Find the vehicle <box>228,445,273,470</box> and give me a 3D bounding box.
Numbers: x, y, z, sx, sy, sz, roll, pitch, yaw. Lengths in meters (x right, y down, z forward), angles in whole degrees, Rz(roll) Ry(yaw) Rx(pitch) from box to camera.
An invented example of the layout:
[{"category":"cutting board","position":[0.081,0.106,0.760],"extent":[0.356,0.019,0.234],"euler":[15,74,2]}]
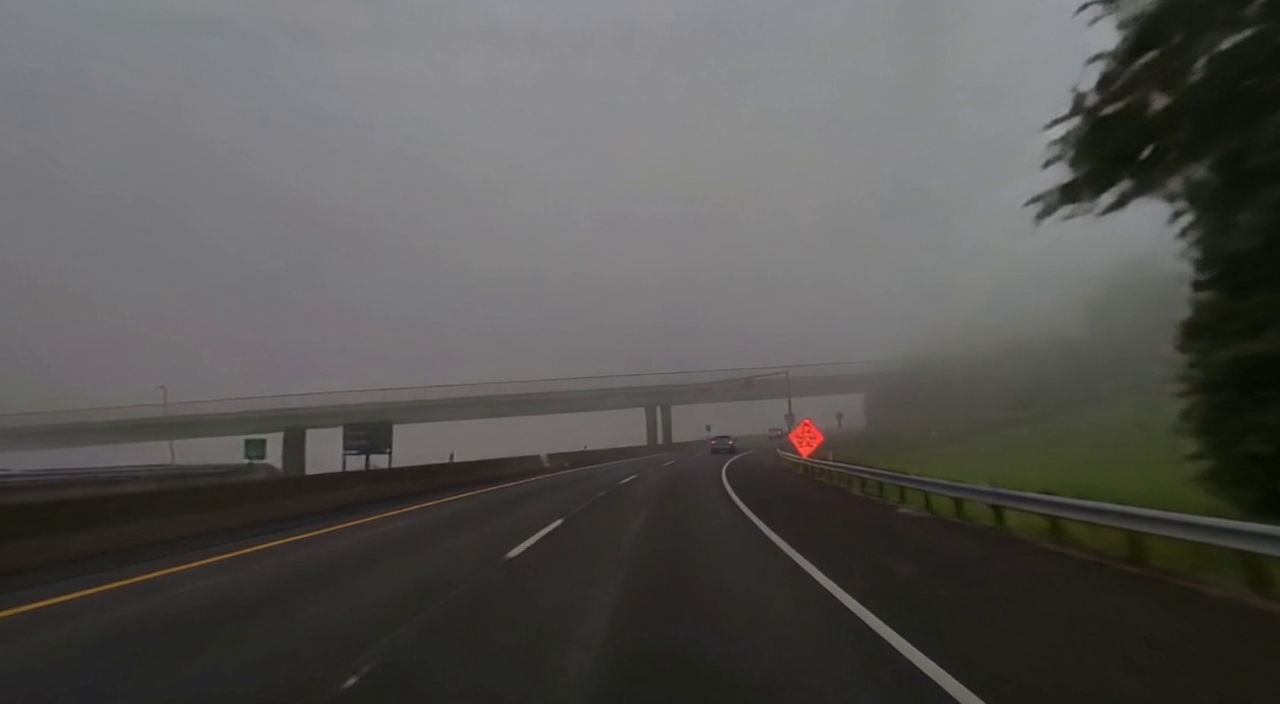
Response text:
[{"category":"vehicle","position":[-29.798,8.025,48.225],"extent":[1.878,1.761,4.049],"euler":[2,-8,-17]}]
